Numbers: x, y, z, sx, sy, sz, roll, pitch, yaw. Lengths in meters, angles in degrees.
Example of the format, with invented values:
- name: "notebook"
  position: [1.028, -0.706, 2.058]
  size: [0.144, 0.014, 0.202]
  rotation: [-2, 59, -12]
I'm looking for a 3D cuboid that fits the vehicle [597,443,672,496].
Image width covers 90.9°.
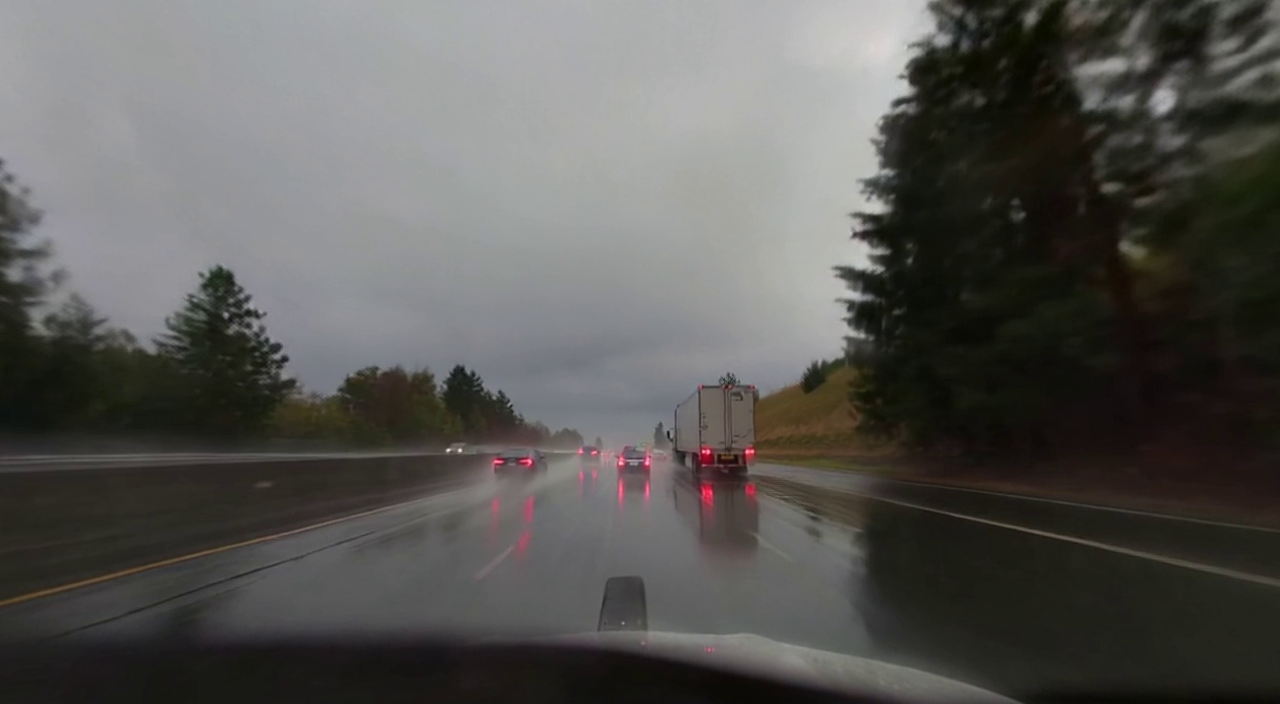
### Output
- name: "vehicle"
  position: [-0.178, 3.509, 19.156]
  size: [2.023, 1.400, 4.028]
  rotation: [0, -9, -1]

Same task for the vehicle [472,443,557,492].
- name: "vehicle"
  position: [-4.132, 3.896, 21.579]
  size: [2.017, 1.460, 4.382]
  rotation: [0, -9, 0]

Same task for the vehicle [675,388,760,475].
- name: "vehicle"
  position: [4.076, 4.851, 37.079]
  size: [2.905, 4.109, 14.332]
  rotation: [0, -9, -1]
